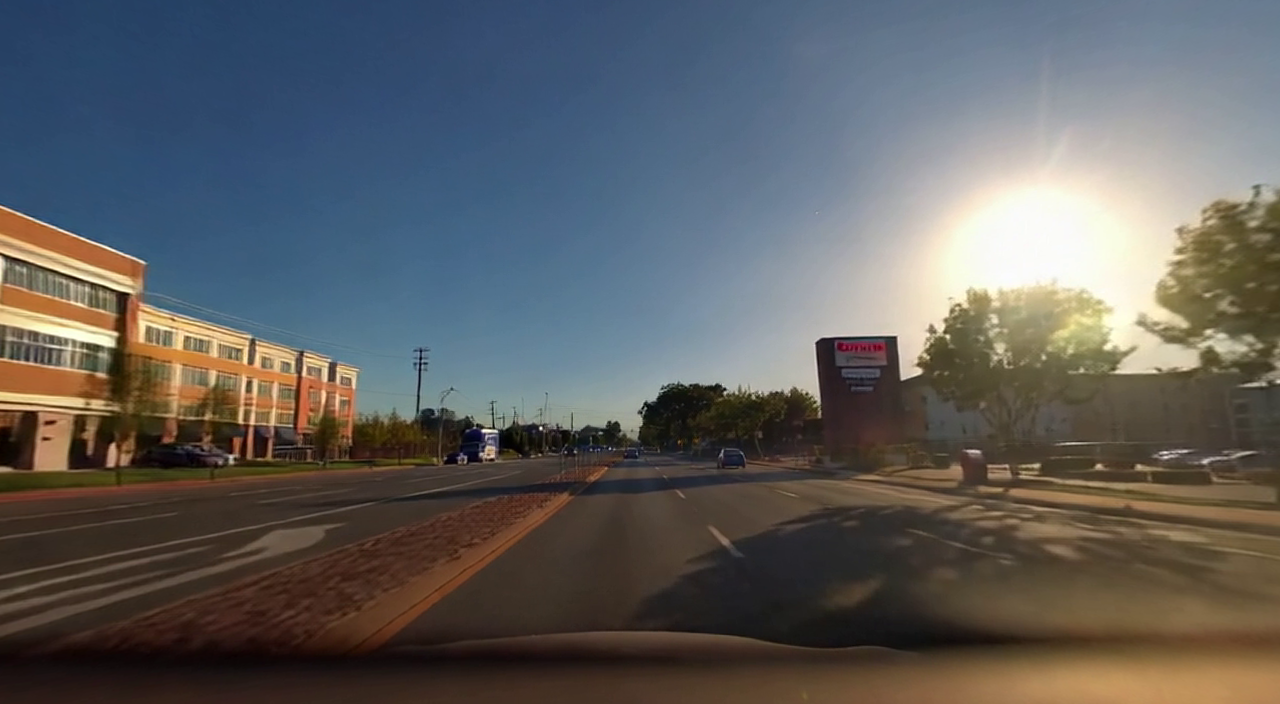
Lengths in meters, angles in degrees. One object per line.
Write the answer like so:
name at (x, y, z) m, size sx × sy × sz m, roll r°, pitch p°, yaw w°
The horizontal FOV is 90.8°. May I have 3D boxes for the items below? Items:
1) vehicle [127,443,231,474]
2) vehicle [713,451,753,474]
vehicle at (-29.687, 6.911, 41.006) m, size 2.207 × 1.863 × 5.860 m, roll 0°, pitch -9°, yaw 1°
vehicle at (6.284, 7.492, 42.990) m, size 1.916 × 1.437 × 4.327 m, roll 1°, pitch -9°, yaw -2°
